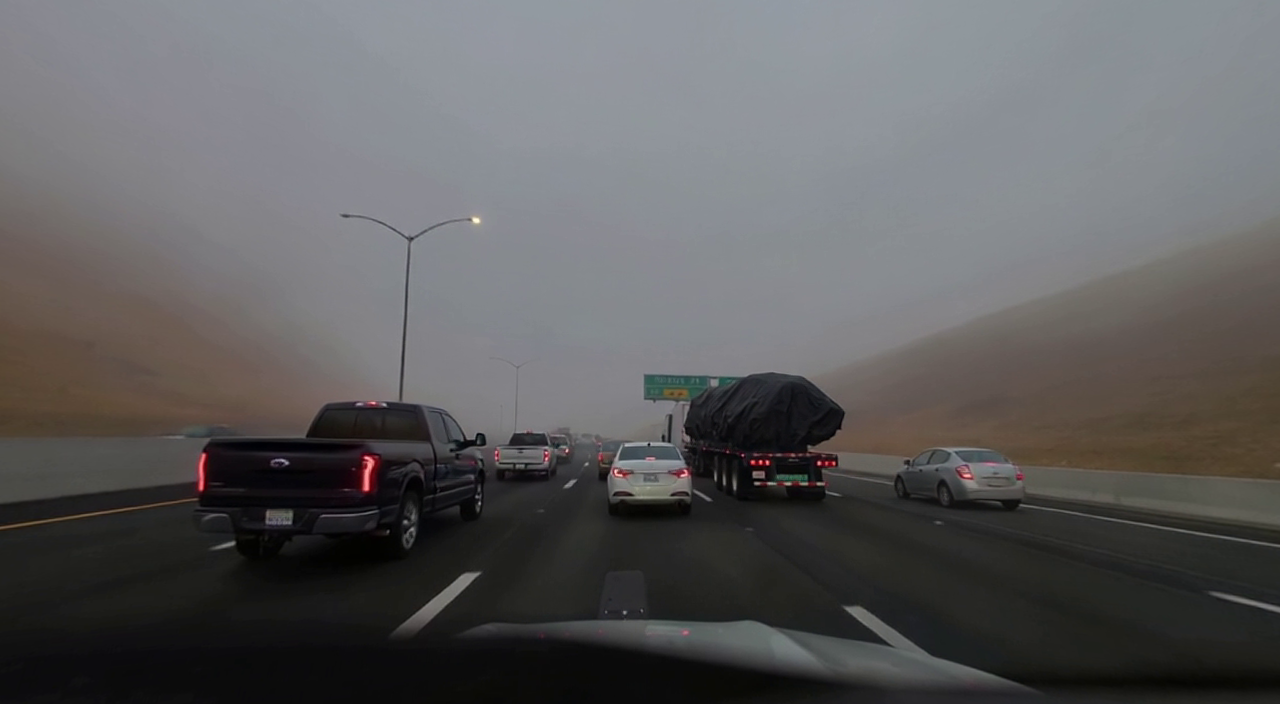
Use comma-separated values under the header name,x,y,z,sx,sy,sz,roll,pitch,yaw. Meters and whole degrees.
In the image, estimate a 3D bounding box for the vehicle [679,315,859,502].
name,x,y,z,sx,sy,sz,roll,pitch,yaw
vehicle,3.135,1.977,19.236,2.759,4.098,10.906,0,-8,-2

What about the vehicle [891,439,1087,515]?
name,x,y,z,sx,sy,sz,roll,pitch,yaw
vehicle,7.763,2.782,14.633,2.092,1.495,4.194,0,-8,-1

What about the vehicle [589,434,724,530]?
name,x,y,z,sx,sy,sz,roll,pitch,yaw
vehicle,0.197,2.314,11.863,2.105,1.471,3.978,0,-8,-2

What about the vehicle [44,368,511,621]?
name,x,y,z,sx,sy,sz,roll,pitch,yaw
vehicle,-3.281,1.448,7.505,2.318,1.902,5.374,0,-8,1

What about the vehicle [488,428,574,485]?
name,x,y,z,sx,sy,sz,roll,pitch,yaw
vehicle,-3.744,3.716,22.761,2.348,1.821,5.061,0,-8,-2
